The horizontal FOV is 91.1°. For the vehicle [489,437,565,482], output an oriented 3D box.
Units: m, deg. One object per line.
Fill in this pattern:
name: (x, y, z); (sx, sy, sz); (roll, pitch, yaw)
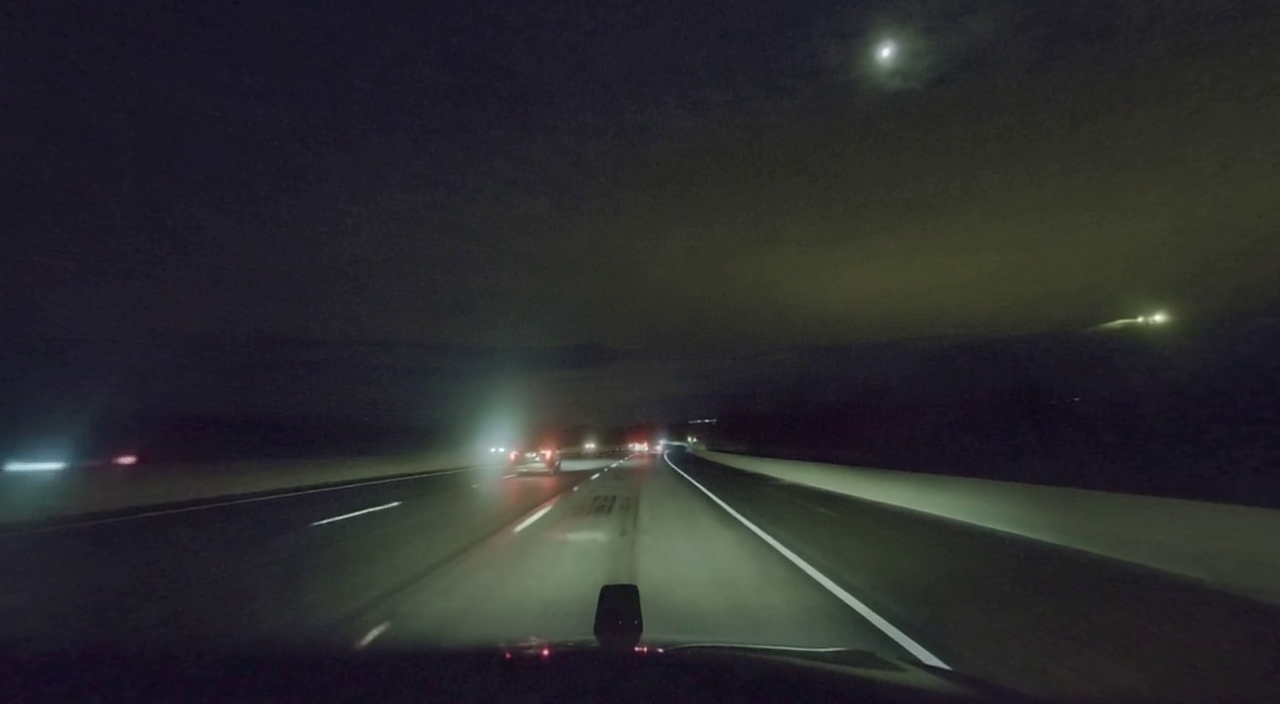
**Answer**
vehicle: (-4.173, 4.081, 24.022); (1.961, 1.540, 4.487); (0, -9, 1)

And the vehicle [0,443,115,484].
vehicle: (-23.509, 4.411, 25.177); (1.844, 1.496, 3.571); (0, -9, 0)
